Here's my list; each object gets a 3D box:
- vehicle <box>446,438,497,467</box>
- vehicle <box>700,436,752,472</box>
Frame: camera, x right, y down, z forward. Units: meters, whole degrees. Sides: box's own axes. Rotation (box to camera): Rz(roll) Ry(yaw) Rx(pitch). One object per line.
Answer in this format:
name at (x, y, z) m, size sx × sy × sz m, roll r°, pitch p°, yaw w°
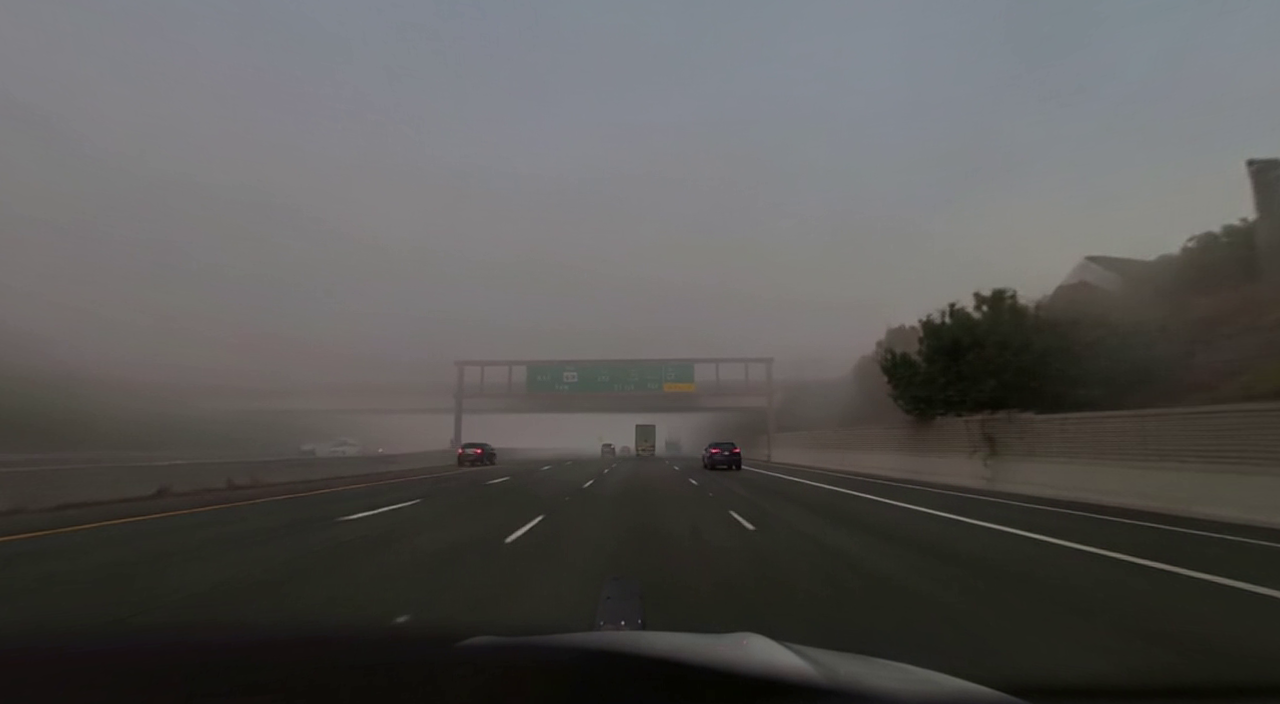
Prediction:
vehicle at (-10.805, 6.477, 40.615) m, size 1.998 × 1.712 × 4.671 m, roll 0°, pitch -8°, yaw 1°
vehicle at (4.234, 5.098, 31.486) m, size 2.046 × 1.655 × 4.143 m, roll 0°, pitch -8°, yaw 0°
